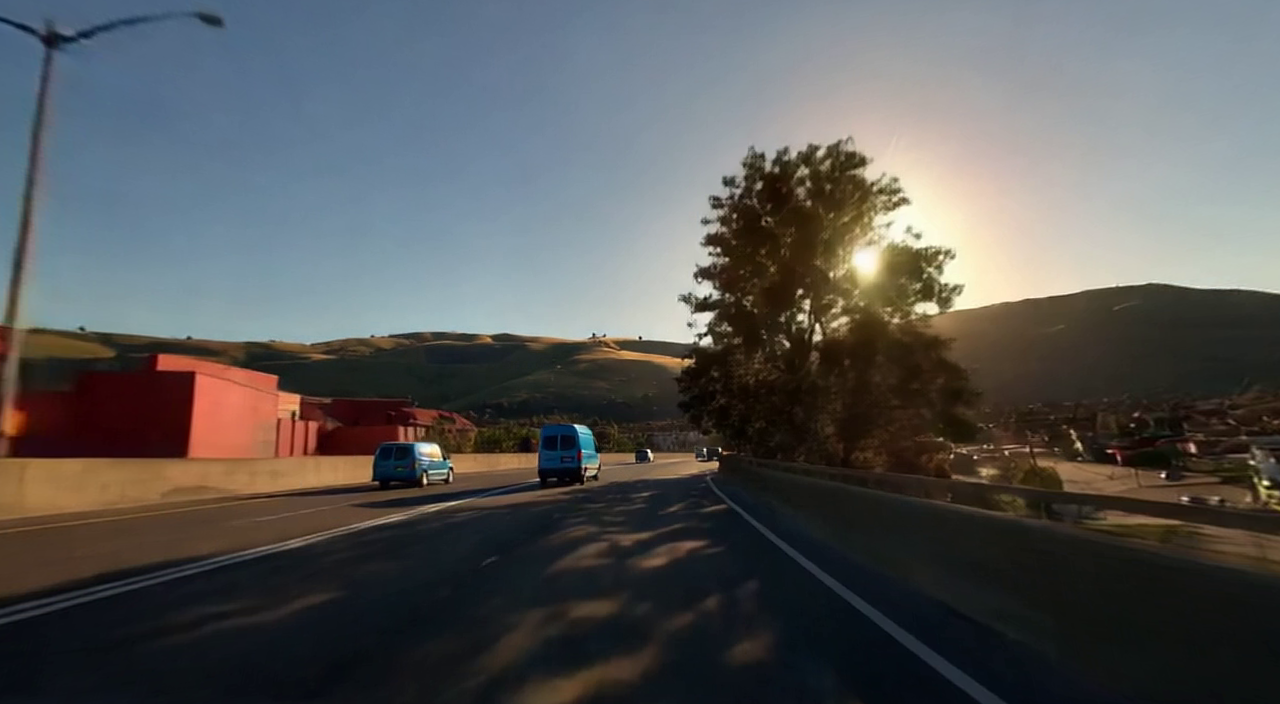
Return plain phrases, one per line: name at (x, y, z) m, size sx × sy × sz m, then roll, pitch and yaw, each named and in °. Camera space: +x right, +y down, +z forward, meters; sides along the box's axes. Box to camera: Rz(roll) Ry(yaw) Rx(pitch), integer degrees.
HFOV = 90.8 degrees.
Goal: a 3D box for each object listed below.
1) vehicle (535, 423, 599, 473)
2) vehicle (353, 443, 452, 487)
vehicle at (-4.225, 5.766, 37.835) m, size 2.314 × 2.703 × 6.441 m, roll -1°, pitch -9°, yaw 7°
vehicle at (-9.005, 4.311, 24.438) m, size 1.821 × 1.524 × 4.342 m, roll -1°, pitch -9°, yaw 5°
